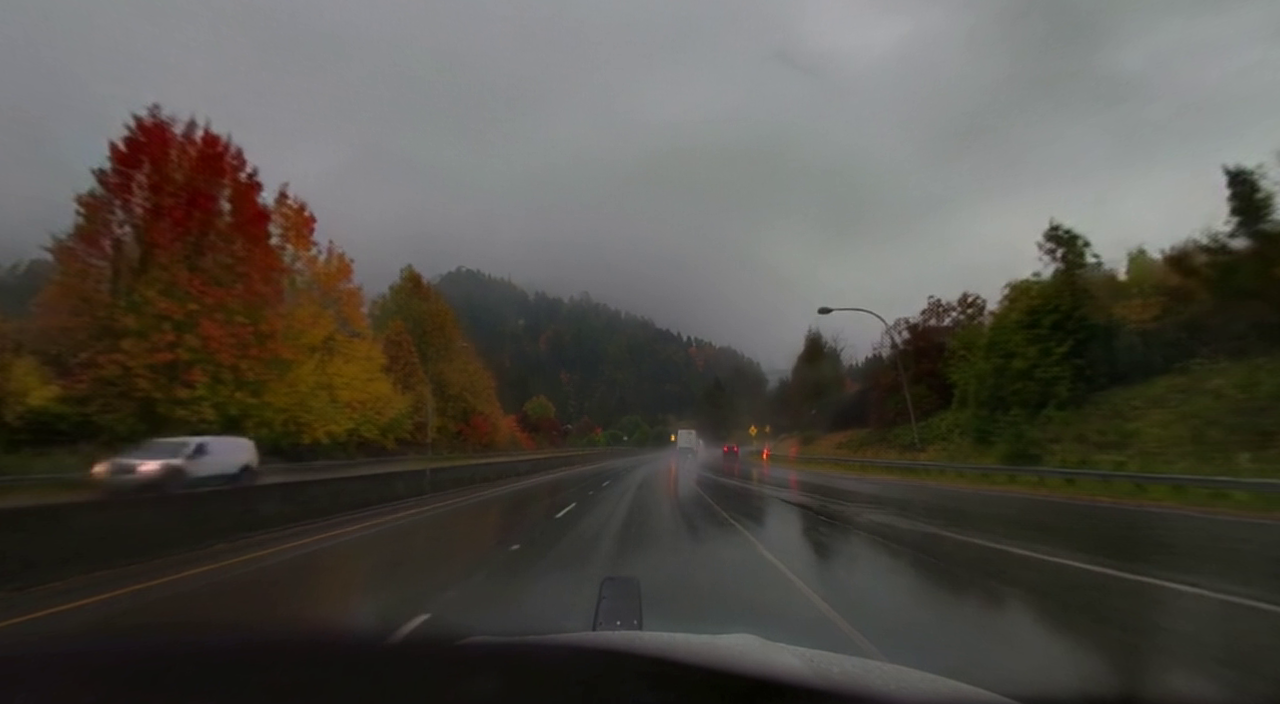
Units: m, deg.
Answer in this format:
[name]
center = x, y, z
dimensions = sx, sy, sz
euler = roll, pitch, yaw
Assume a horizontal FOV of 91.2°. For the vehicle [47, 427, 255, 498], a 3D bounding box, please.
[vehicle]
center = -15.187, 3.467, 20.009
dimensions = 2.089, 1.939, 5.262
euler = -1, -9, 4
